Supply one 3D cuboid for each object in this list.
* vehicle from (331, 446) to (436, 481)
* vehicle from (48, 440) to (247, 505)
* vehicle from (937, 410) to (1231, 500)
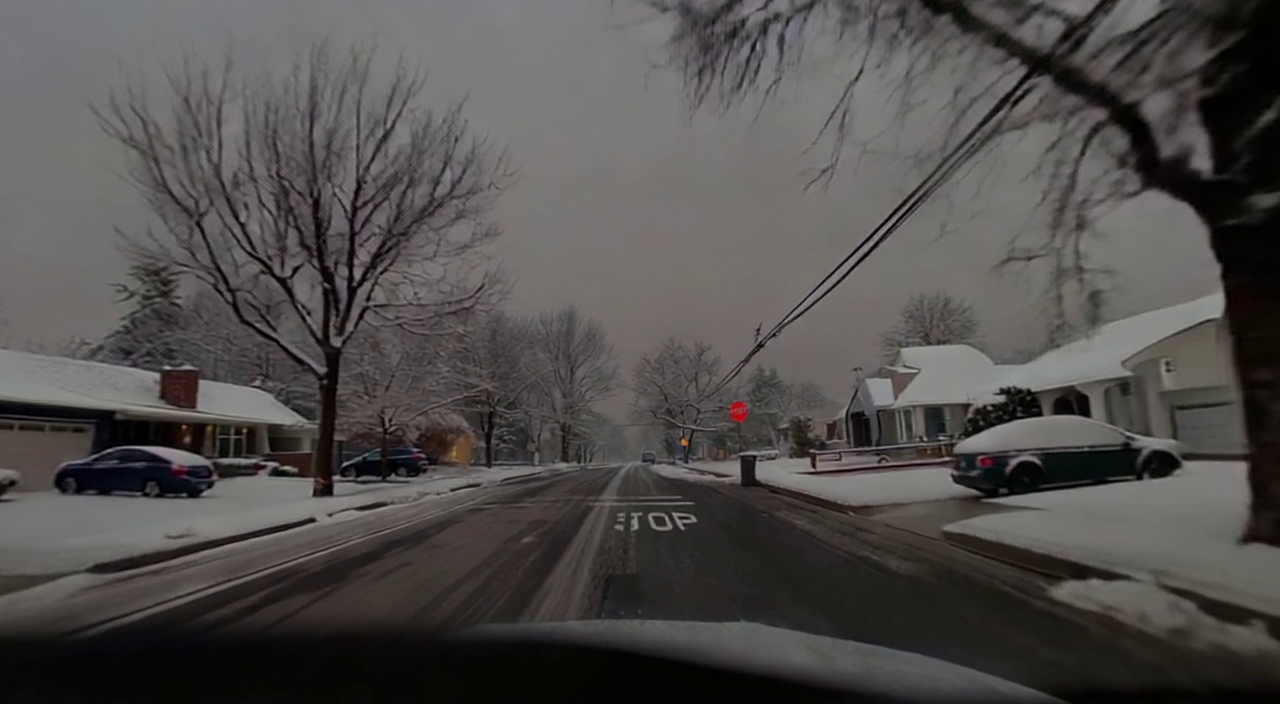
[{"bbox_3d":[-13.938,6.086,34.629,4.809,1.865,2.093,0,-9,-2],"label":"vehicle"},{"bbox_3d":[-14.588,3.544,18.861,4.493,1.776,1.997,-1,-9,9],"label":"vehicle"},{"bbox_3d":[9.878,2.325,14.367,5.234,1.868,2.014,1,-9,-4],"label":"vehicle"}]
